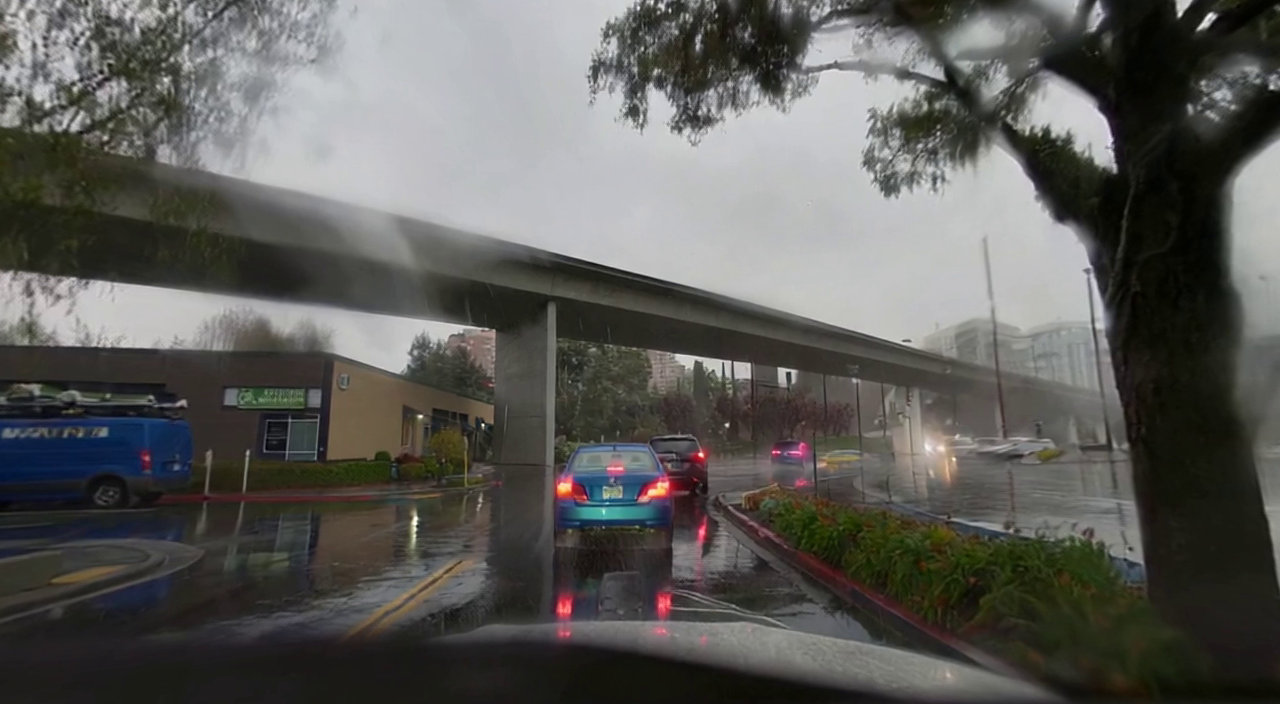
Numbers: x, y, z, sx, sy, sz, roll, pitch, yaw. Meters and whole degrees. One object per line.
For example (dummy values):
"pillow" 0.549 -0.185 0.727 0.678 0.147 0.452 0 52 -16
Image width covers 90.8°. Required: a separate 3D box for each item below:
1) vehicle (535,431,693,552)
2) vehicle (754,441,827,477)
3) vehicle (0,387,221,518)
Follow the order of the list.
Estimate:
"vehicle" -0.281 2.194 10.715 2.087 1.578 4.652 0 -9 2
"vehicle" 8.444 5.912 35.206 2.032 1.828 4.425 -7 -11 40
"vehicle" -13.553 2.344 14.877 5.356 2.762 2.644 0 -9 0
